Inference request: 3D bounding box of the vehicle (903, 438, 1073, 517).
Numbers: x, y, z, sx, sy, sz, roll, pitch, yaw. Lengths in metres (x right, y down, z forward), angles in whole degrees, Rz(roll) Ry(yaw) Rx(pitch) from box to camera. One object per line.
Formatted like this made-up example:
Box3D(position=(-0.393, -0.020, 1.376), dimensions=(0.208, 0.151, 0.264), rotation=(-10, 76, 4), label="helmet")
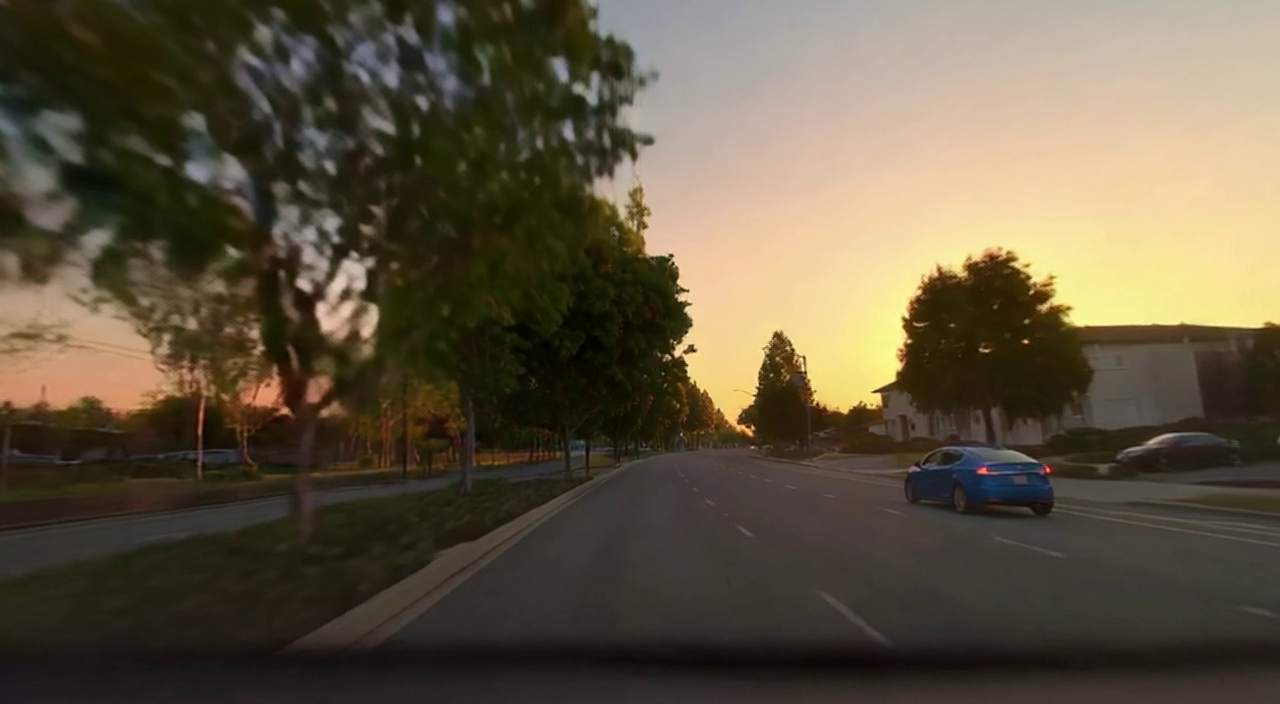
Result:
Box3D(position=(7.501, 2.710, 14.046), dimensions=(1.797, 1.518, 3.433), rotation=(-1, -9, 1), label="vehicle")
